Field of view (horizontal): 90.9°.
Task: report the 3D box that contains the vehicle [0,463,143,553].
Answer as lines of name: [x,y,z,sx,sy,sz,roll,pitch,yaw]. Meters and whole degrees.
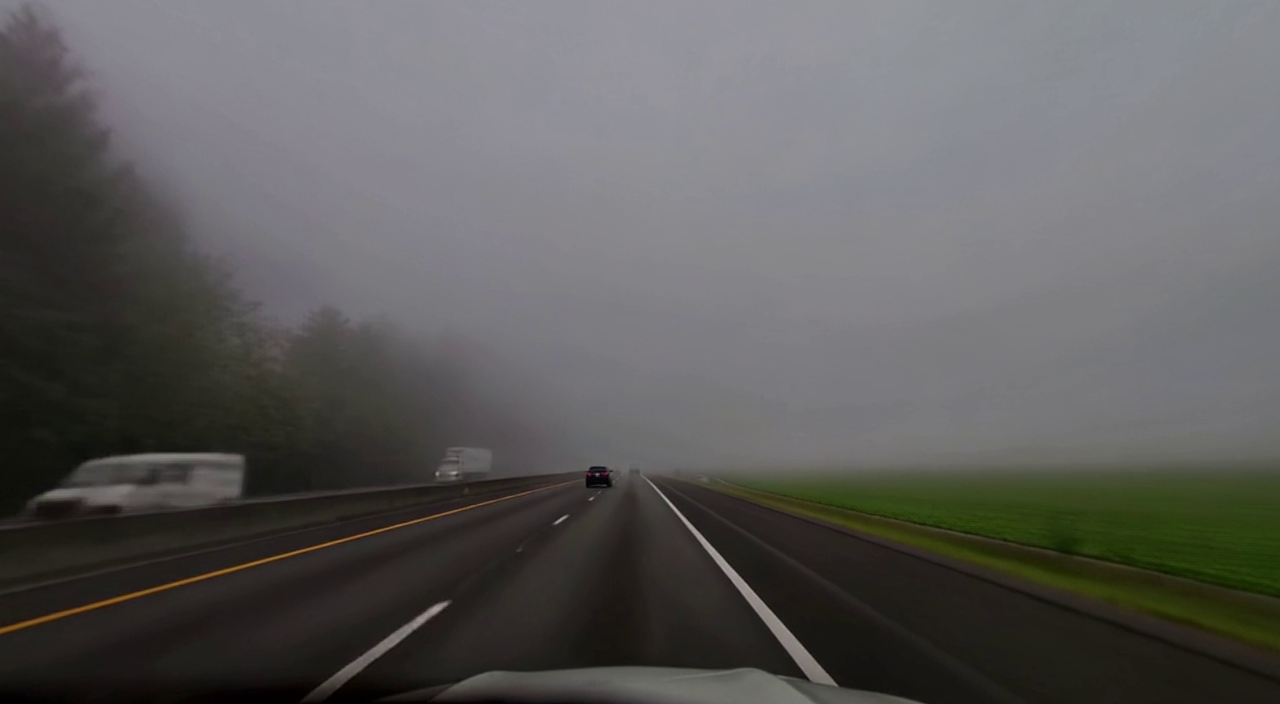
vehicle: [-12.111,2.929,12.094,1.834,1.541,3.969,1,-10,-1]

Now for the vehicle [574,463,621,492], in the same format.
vehicle: [-2.228,6.813,34.396,2.183,1.435,4.653,1,-10,1]
